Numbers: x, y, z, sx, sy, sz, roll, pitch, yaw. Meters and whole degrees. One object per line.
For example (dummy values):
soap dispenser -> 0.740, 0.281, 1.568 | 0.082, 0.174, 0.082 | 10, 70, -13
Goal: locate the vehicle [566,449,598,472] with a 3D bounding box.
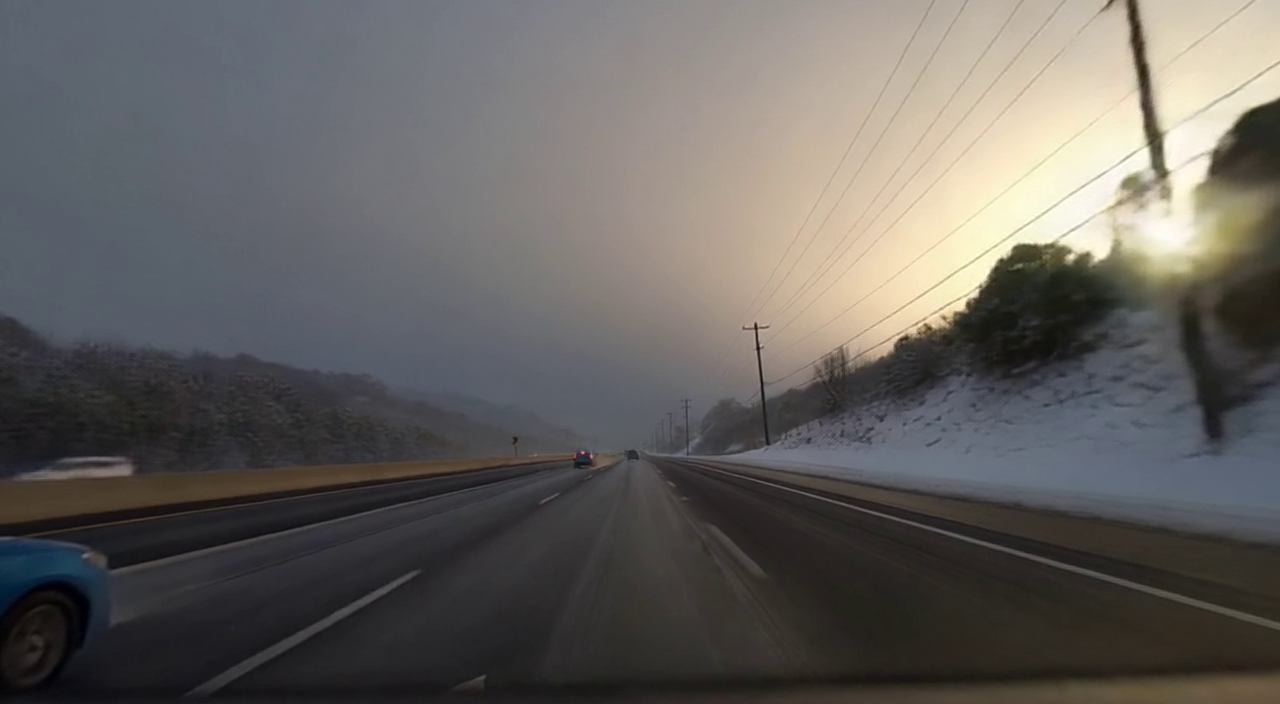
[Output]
vehicle -> -4.134, 7.775, 45.464 | 1.924, 1.511, 4.079 | 0, -9, 0

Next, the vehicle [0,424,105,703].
vehicle -> -4.190, 0.816, 1.168 | 2.064, 1.489, 4.966 | 0, -9, 0
